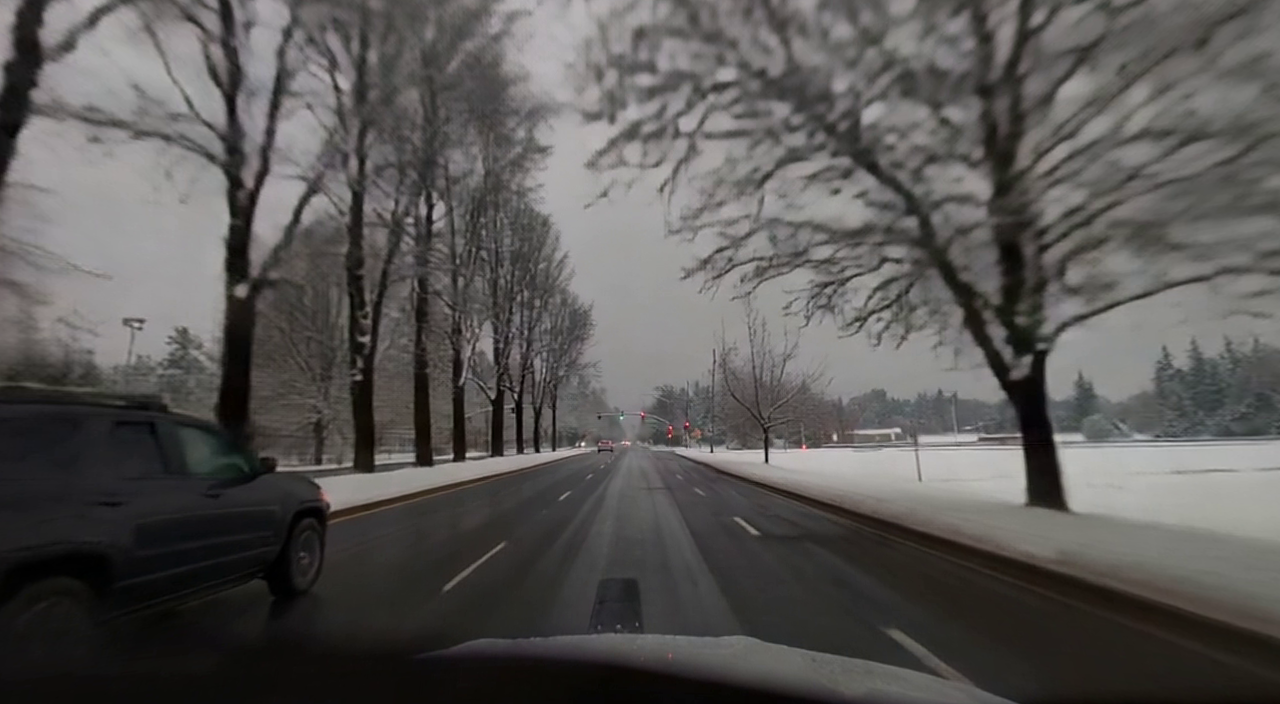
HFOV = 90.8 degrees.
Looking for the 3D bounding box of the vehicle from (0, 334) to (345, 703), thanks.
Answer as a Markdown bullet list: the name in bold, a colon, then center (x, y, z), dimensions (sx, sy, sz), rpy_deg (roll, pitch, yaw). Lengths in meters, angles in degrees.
- **vehicle**: center (-3.672, 0.983, 3.707), dimensions (2.018, 1.769, 3.897), rpy_deg (0, -8, -1)
